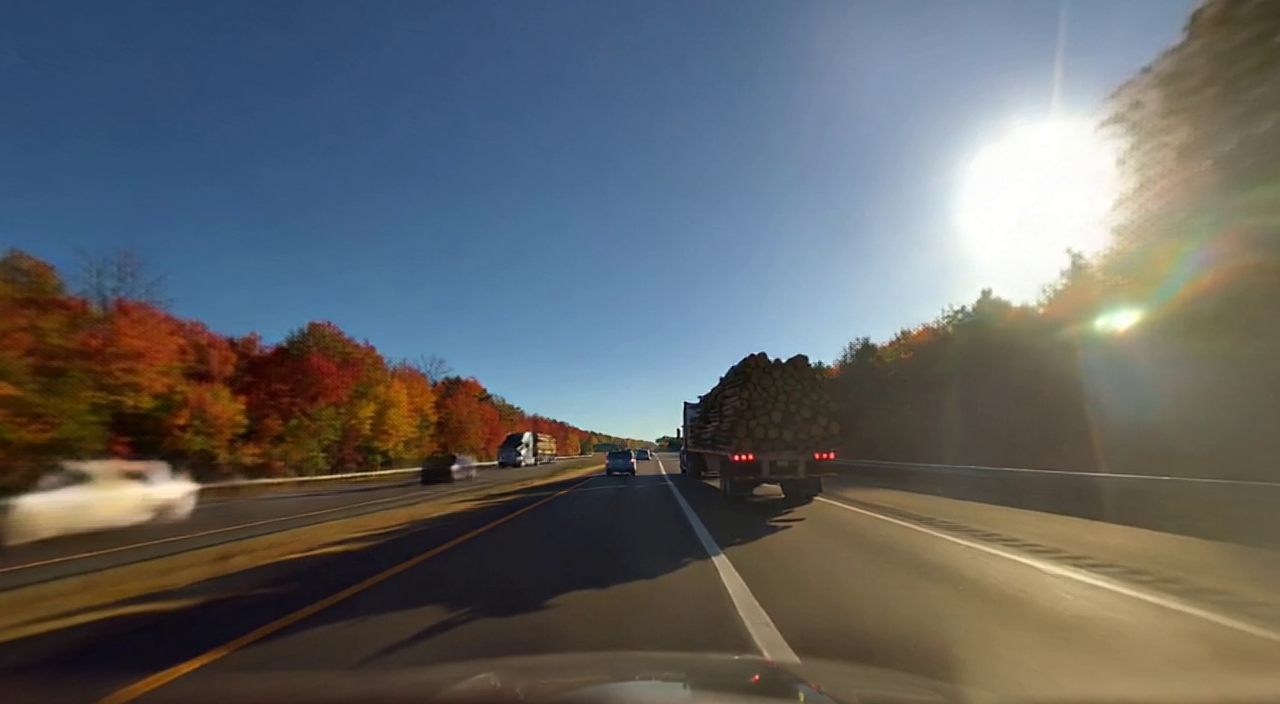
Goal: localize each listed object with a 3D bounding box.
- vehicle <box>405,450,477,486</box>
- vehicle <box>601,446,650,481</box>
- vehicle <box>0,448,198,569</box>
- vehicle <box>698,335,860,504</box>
[{"bbox_3d":[-9.645,5.630,30.754,1.979,1.587,4.372,-1,-9,2],"label":"vehicle"},{"bbox_3d":[-0.607,5.199,29.557,2.099,1.506,4.097,-1,-9,1],"label":"vehicle"},{"bbox_3d":[-9.658,2.347,9.909,1.946,1.628,4.553,-1,-9,1],"label":"vehicle"},{"bbox_3d":[3.592,2.184,18.825,3.004,3.923,8.363,-1,-9,1],"label":"vehicle"}]
